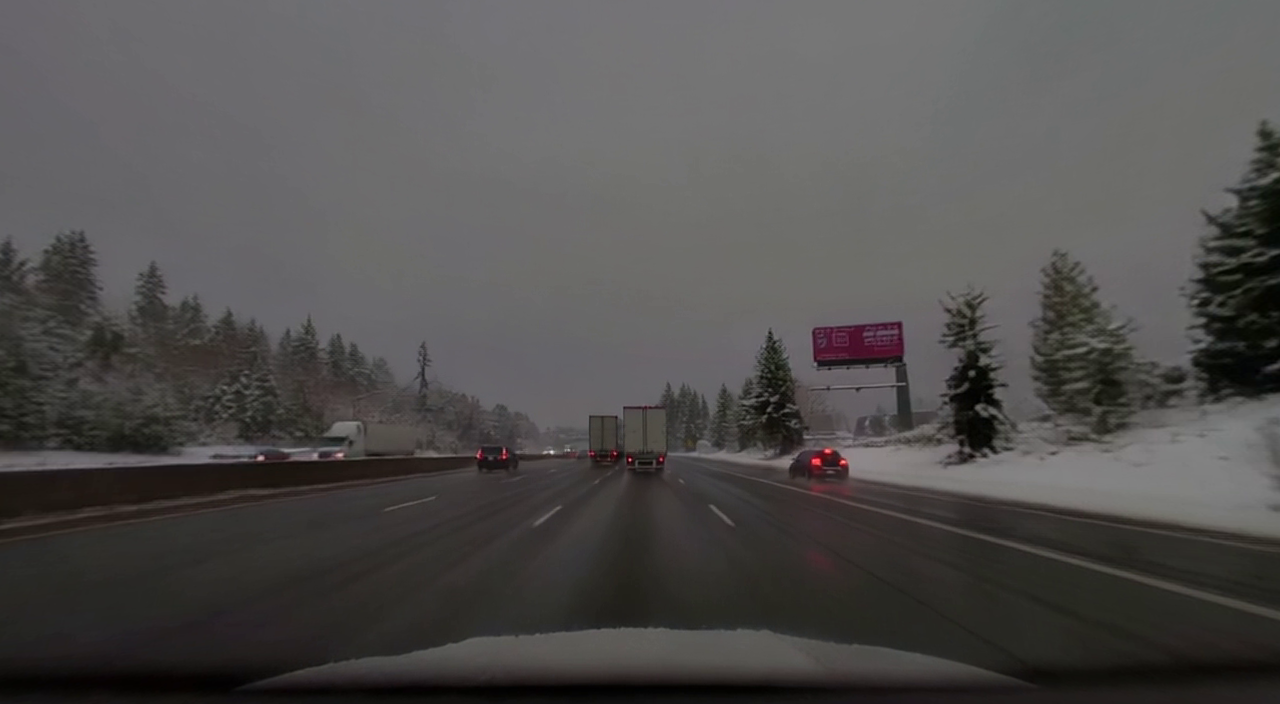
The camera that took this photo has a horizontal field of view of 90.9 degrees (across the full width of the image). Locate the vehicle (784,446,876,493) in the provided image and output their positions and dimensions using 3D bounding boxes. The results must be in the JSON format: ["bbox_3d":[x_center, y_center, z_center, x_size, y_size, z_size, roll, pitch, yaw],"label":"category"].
[{"bbox_3d":[6.887,4.275,23.392,1.969,1.560,4.394,0,-9,-1],"label":"vehicle"}]

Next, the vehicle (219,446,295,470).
[{"bbox_3d":[-29.272,8.102,48.419,2.649,1.703,4.861,-1,-9,1],"label":"vehicle"}]

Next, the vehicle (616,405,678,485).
[{"bbox_3d":[0.278,5.342,37.516,3.054,3.944,11.230,-1,-6,-1],"label":"vehicle"}]

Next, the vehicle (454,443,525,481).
[{"bbox_3d":[-6.714,4.950,28.600,1.992,1.547,4.673,-1,-9,1],"label":"vehicle"}]
